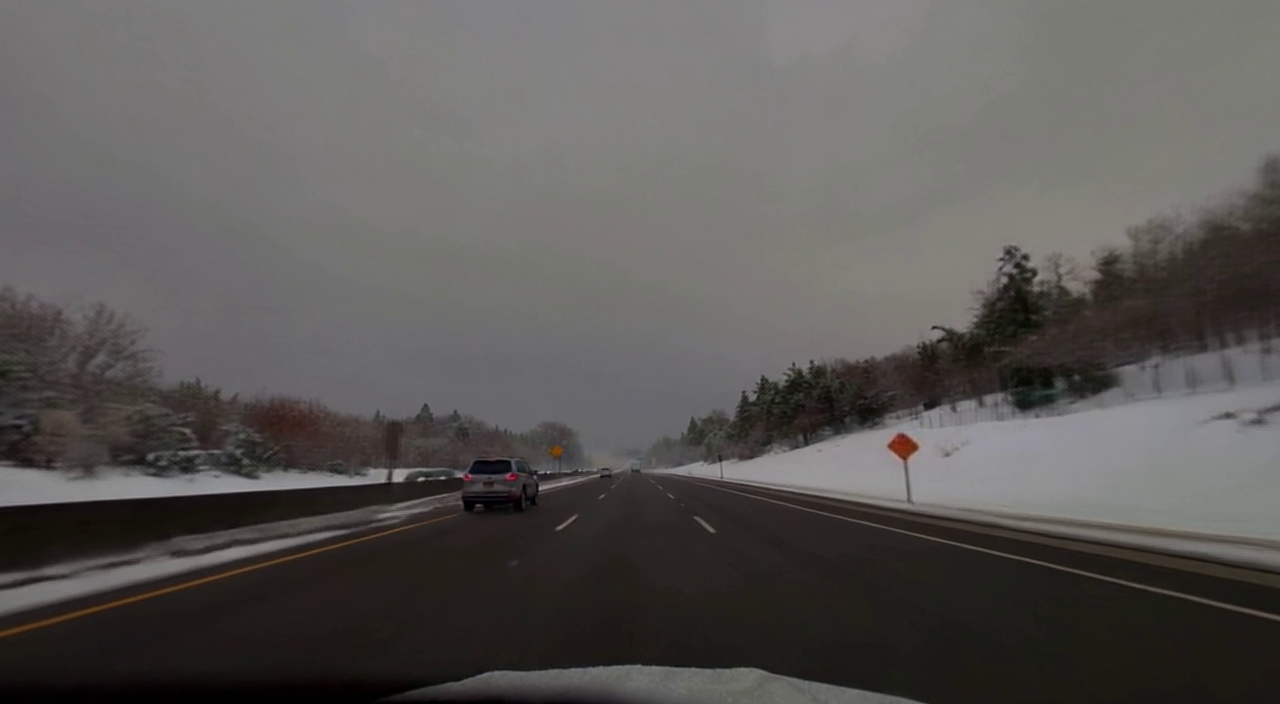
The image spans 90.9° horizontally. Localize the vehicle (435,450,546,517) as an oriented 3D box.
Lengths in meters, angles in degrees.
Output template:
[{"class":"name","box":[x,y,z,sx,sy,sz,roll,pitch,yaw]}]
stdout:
[{"class":"vehicle","box":[-4.347,3.959,19.238,2.178,1.736,4.847,1,-11,0]}]
